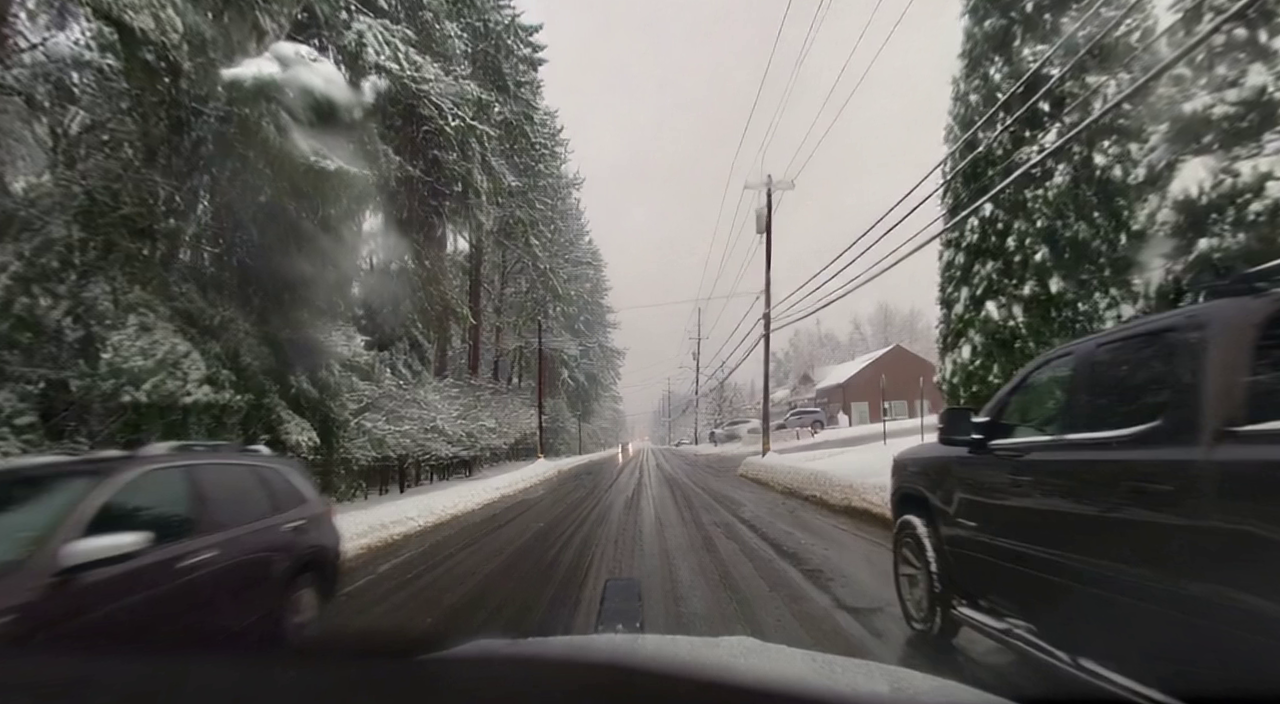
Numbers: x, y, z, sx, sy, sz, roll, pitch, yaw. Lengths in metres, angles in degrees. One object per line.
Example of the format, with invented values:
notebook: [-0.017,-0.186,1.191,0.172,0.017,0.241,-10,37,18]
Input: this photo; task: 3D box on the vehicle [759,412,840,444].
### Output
vehicle: [10.366,4.984,41.030,4.780,1.984,1.896,3,-9,-19]

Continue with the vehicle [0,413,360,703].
vehicle: [-3.128,1.058,2.498,1.980,1.571,4.150,-1,-9,3]

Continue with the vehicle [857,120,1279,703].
vehicle: [2.953,0.558,2.629,2.245,2.166,5.242,0,-9,0]
